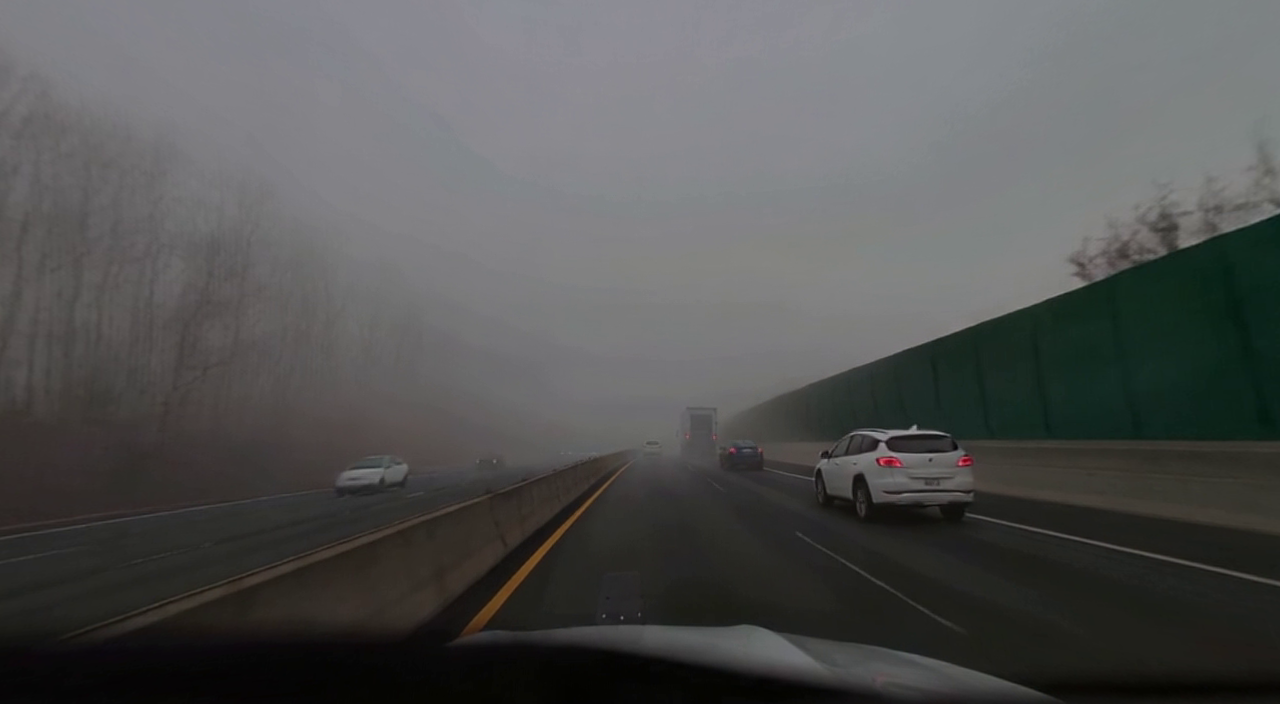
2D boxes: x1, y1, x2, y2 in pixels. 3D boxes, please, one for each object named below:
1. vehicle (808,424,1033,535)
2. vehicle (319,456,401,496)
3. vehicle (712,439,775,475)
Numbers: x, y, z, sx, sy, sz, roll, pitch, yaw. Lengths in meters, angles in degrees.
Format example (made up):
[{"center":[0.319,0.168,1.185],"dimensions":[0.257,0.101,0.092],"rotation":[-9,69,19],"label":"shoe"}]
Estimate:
[{"center":[4.493,2.082,10.906],"dimensions":[1.940,1.539,4.005],"rotation":[1,-8,-2],"label":"vehicle"},{"center":[-11.739,5.205,26.697],"dimensions":[1.810,1.481,3.837],"rotation":[1,-8,-2],"label":"vehicle"},{"center":[4.539,4.670,28.330],"dimensions":[2.000,1.473,4.440],"rotation":[0,-8,-1],"label":"vehicle"}]
